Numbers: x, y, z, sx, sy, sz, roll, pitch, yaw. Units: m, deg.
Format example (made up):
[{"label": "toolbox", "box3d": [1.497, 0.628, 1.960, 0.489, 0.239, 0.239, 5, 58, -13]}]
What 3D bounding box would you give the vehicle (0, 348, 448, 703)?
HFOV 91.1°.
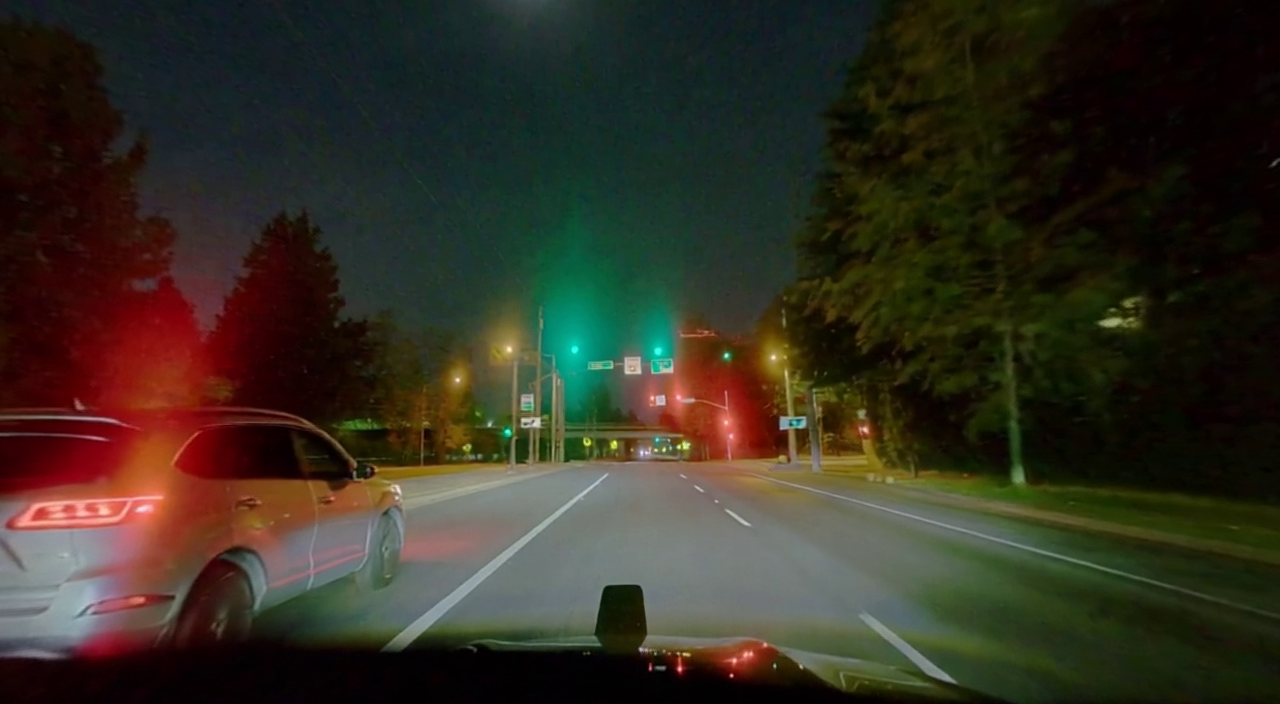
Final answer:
[{"label": "vehicle", "box3d": [-3.115, 1.152, 4.806, 1.882, 1.704, 4.335, 0, -9, 0]}]
